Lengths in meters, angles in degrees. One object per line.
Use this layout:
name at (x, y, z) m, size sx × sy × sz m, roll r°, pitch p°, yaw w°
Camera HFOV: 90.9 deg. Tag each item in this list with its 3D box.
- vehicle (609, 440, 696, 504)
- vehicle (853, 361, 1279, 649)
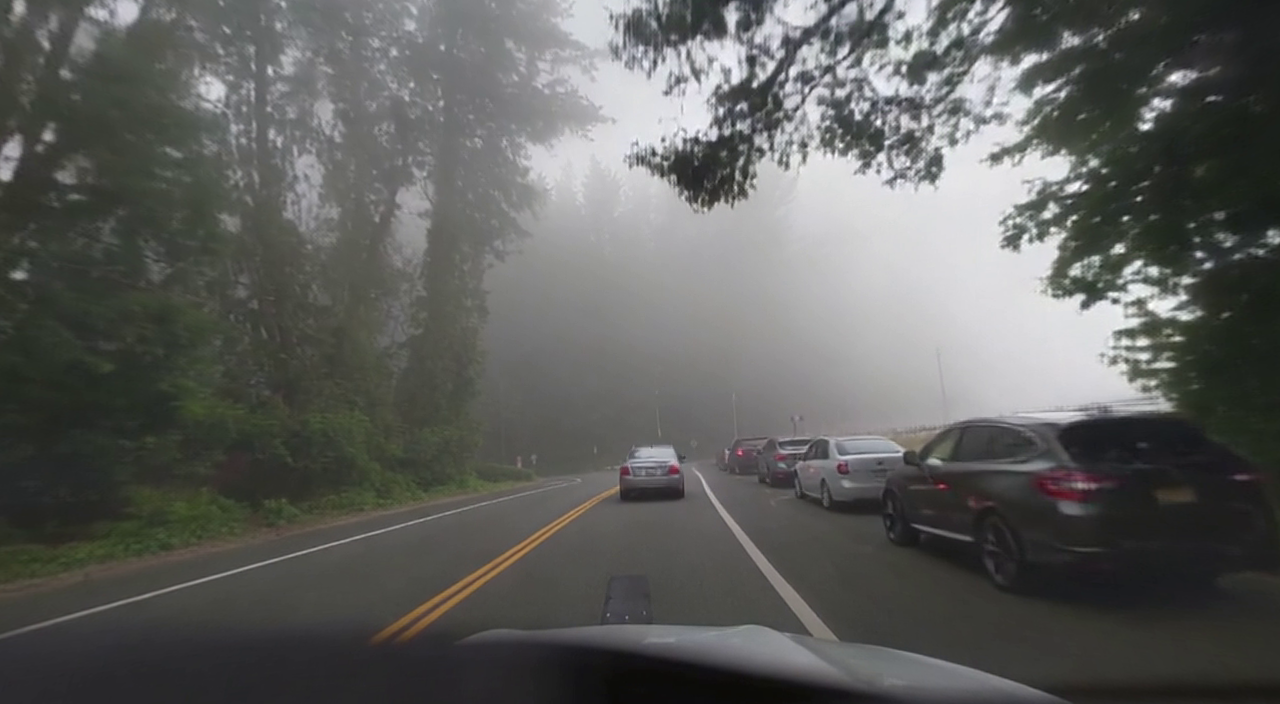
vehicle at (0.357, 3.175, 17.171) m, size 2.078 × 1.521 × 4.058 m, roll 0°, pitch -8°, yaw 2°
vehicle at (4.002, 1.302, 6.397) m, size 2.066 × 1.804 × 4.751 m, roll 0°, pitch -8°, yaw 1°
